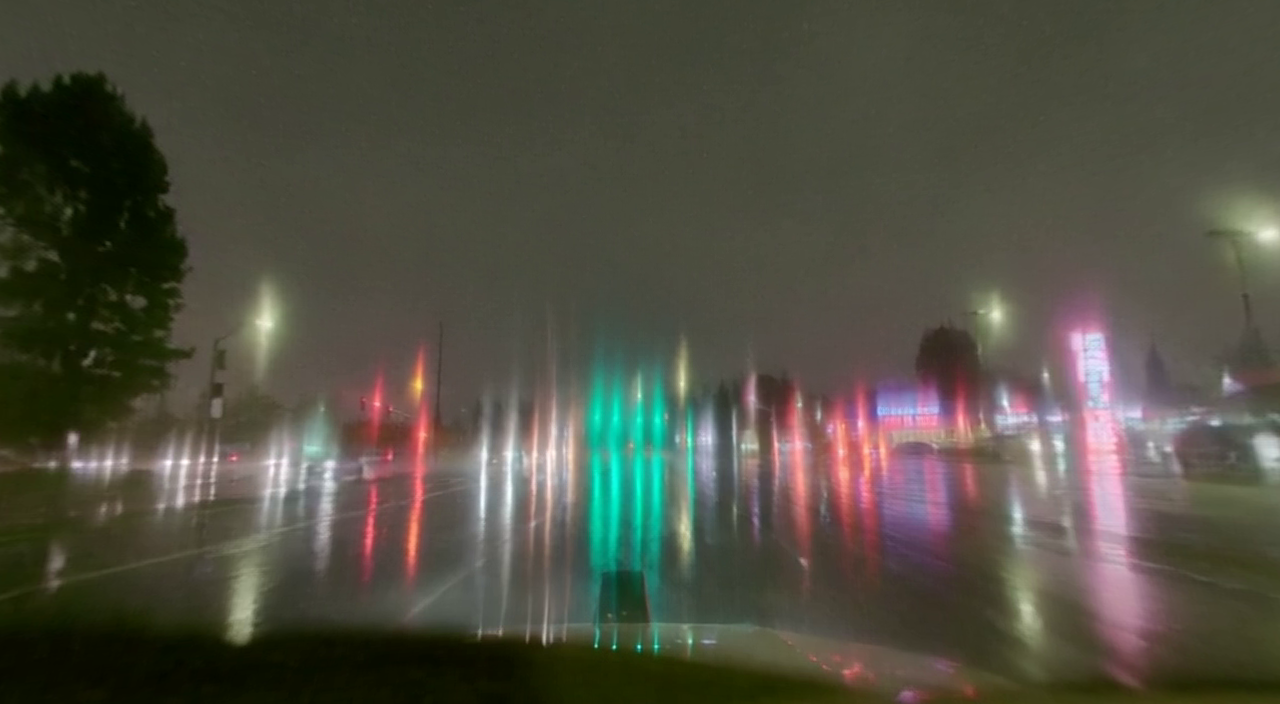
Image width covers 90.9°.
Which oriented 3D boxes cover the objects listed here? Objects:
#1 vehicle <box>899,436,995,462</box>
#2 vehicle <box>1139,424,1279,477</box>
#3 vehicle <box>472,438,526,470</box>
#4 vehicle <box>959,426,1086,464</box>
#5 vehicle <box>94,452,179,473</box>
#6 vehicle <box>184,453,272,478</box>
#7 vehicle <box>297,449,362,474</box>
[{"bbox_3d":[16.853,5.337,34.824,1.796,1.351,4.358,6,-10,-36],"label":"vehicle"},{"bbox_3d":[17.804,2.877,18.532,4.571,1.466,1.934,0,-8,-1],"label":"vehicle"},{"bbox_3d":[-7.865,5.710,35.588,2.231,1.650,5.052,0,-8,-4],"label":"vehicle"},{"bbox_3d":[17.442,4.267,28.910,4.498,1.671,1.887,-1,-8,3],"label":"vehicle"},{"bbox_3d":[-36.883,8.117,46.234,4.461,1.443,1.901,0,-9,-3],"label":"vehicle"},{"bbox_3d":[-27.219,7.472,41.672,4.805,1.537,1.936,-2,-9,11],"label":"vehicle"},{"bbox_3d":[-20.144,7.129,41.157,1.942,1.483,4.597,0,-8,0],"label":"vehicle"}]
